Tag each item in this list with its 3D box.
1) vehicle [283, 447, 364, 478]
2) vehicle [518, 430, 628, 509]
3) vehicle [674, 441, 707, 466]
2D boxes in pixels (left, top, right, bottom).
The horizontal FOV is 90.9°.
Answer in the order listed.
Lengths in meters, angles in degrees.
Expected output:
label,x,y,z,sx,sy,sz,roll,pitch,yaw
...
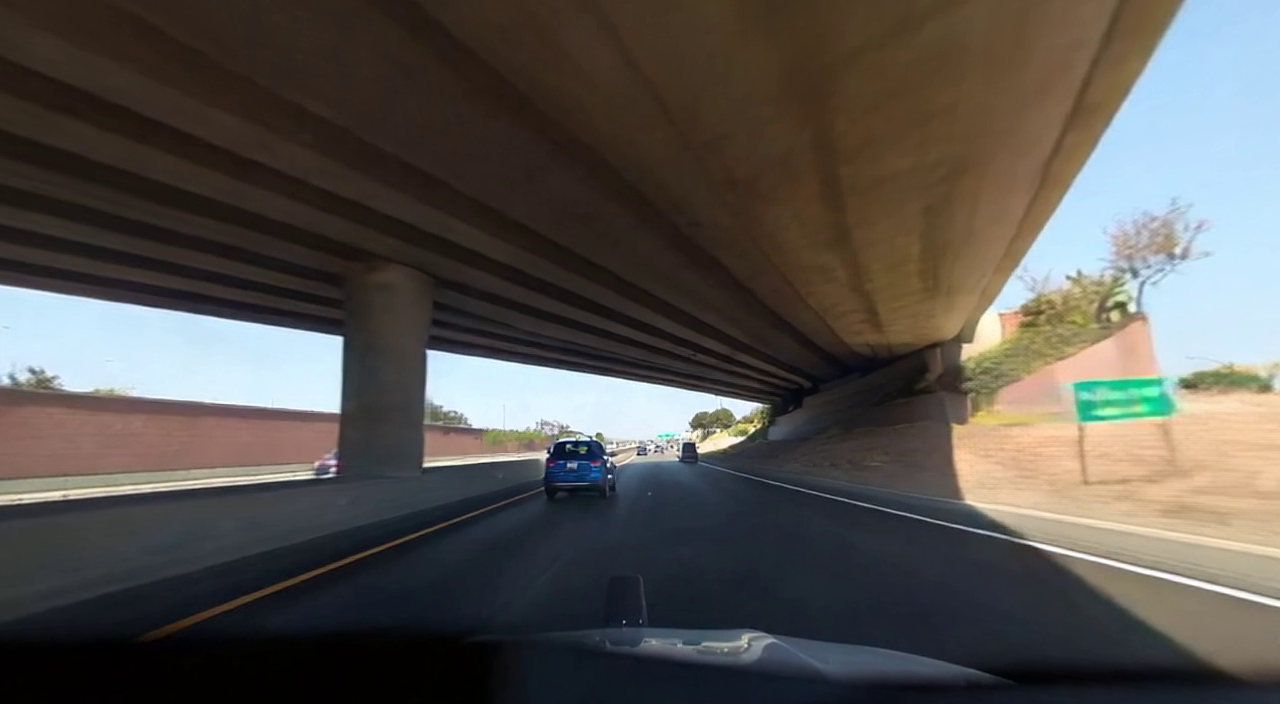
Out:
label,x,y,z,sx,sy,sz,roll,pitch,yaw
vehicle,-18.626,6.487,37.410,2.039,1.710,5.085,-1,-8,1
vehicle,-1.526,2.920,16.169,2.143,1.693,4.513,-1,-8,2
vehicle,3.544,7.192,44.890,2.073,1.621,3.993,-1,-8,1
